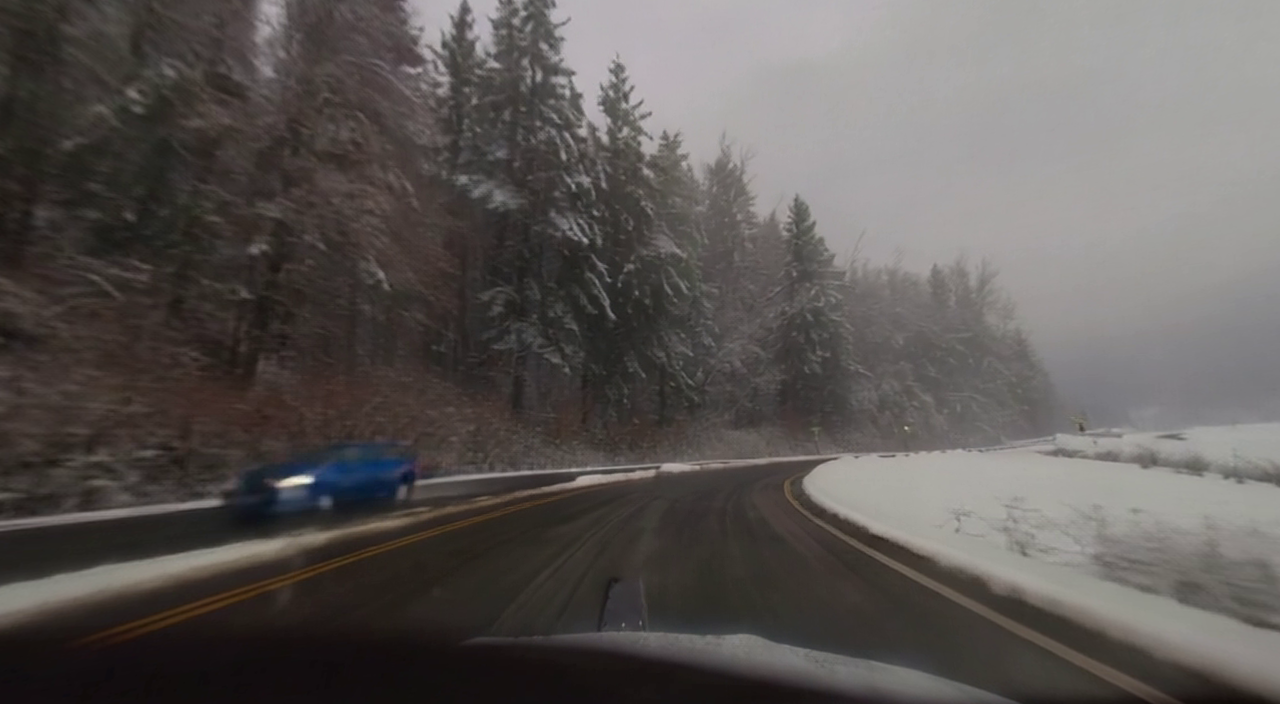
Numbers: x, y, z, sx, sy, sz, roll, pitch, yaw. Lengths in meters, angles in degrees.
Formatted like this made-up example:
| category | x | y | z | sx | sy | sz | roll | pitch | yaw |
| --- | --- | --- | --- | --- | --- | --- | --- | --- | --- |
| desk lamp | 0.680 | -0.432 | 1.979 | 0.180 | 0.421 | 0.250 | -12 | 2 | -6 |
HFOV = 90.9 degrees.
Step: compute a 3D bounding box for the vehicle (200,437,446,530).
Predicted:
| category | x | y | z | sx | sy | sz | roll | pitch | yaw |
| --- | --- | --- | --- | --- | --- | --- | --- | --- | --- |
| vehicle | -6.024 | 2.562 | 12.893 | 2.111 | 1.509 | 4.823 | -1 | -9 | 7 |
